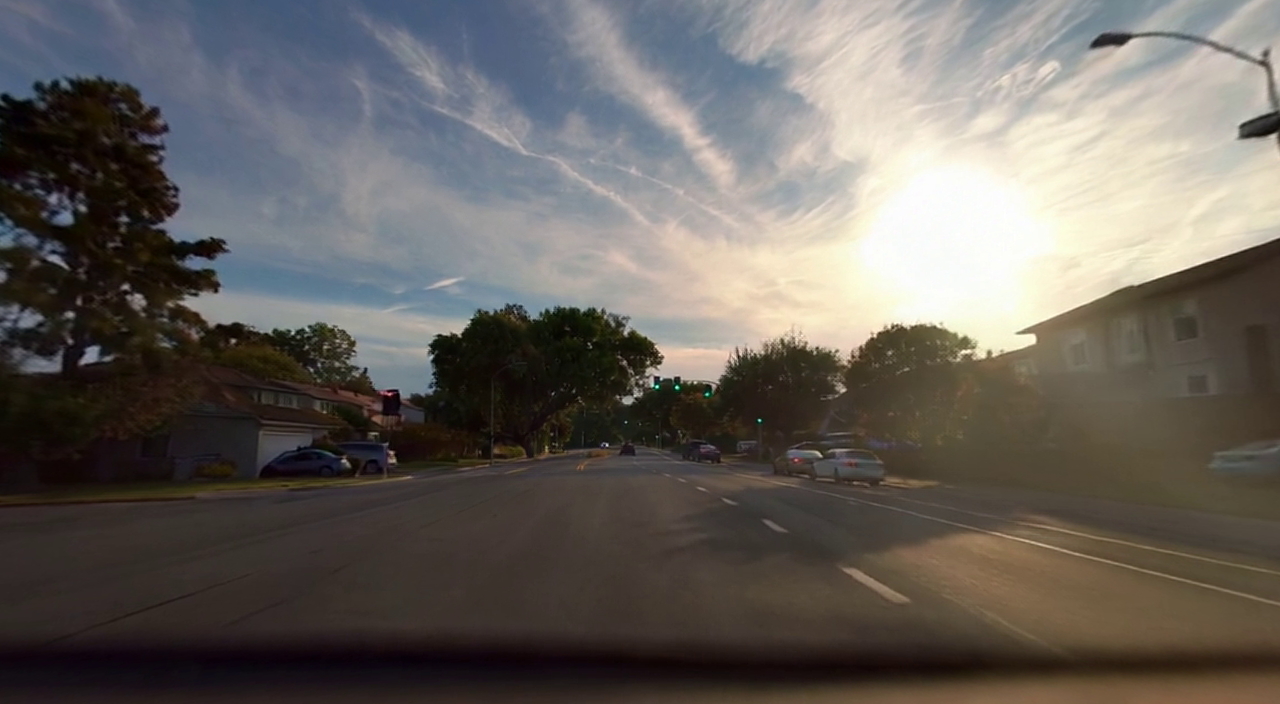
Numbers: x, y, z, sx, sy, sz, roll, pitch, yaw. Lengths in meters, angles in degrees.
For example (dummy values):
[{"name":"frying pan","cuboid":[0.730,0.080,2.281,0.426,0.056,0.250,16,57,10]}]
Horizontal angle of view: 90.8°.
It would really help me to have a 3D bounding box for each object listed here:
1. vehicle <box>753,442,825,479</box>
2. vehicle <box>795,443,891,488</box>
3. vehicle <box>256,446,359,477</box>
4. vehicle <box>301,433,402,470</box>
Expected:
[{"name":"vehicle","cuboid":[7.059,5.142,30.392,1.934,1.504,4.928,4,-9,-4]},{"name":"vehicle","cuboid":[7.607,4.269,24.203,1.951,1.528,4.366,1,-8,-5]},{"name":"vehicle","cuboid":[-18.261,6.028,34.825,4.598,1.445,1.973,-2,-9,-1]},{"name":"vehicle","cuboid":[-18.433,6.430,40.638,5.096,2.070,2.687,2,-10,1]}]
